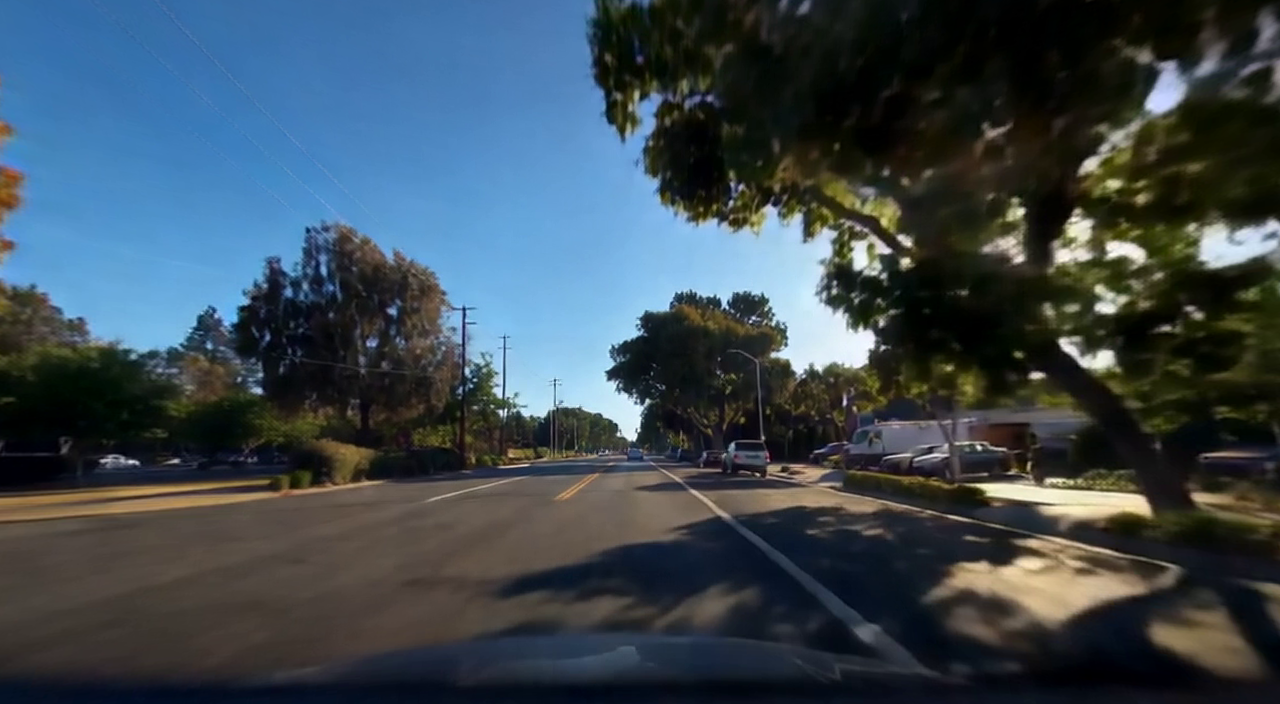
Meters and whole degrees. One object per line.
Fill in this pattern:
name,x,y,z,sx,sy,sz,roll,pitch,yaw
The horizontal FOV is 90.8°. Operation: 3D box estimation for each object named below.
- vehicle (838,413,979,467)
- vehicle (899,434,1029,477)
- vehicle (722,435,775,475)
vehicle,15.790,5.241,37.557,6.969,2.929,2.793,-1,-9,0
vehicle,14.411,4.628,28.330,4.637,1.842,2.016,0,-9,2
vehicle,6.333,6.091,37.532,2.275,2.132,5.726,0,-9,1
